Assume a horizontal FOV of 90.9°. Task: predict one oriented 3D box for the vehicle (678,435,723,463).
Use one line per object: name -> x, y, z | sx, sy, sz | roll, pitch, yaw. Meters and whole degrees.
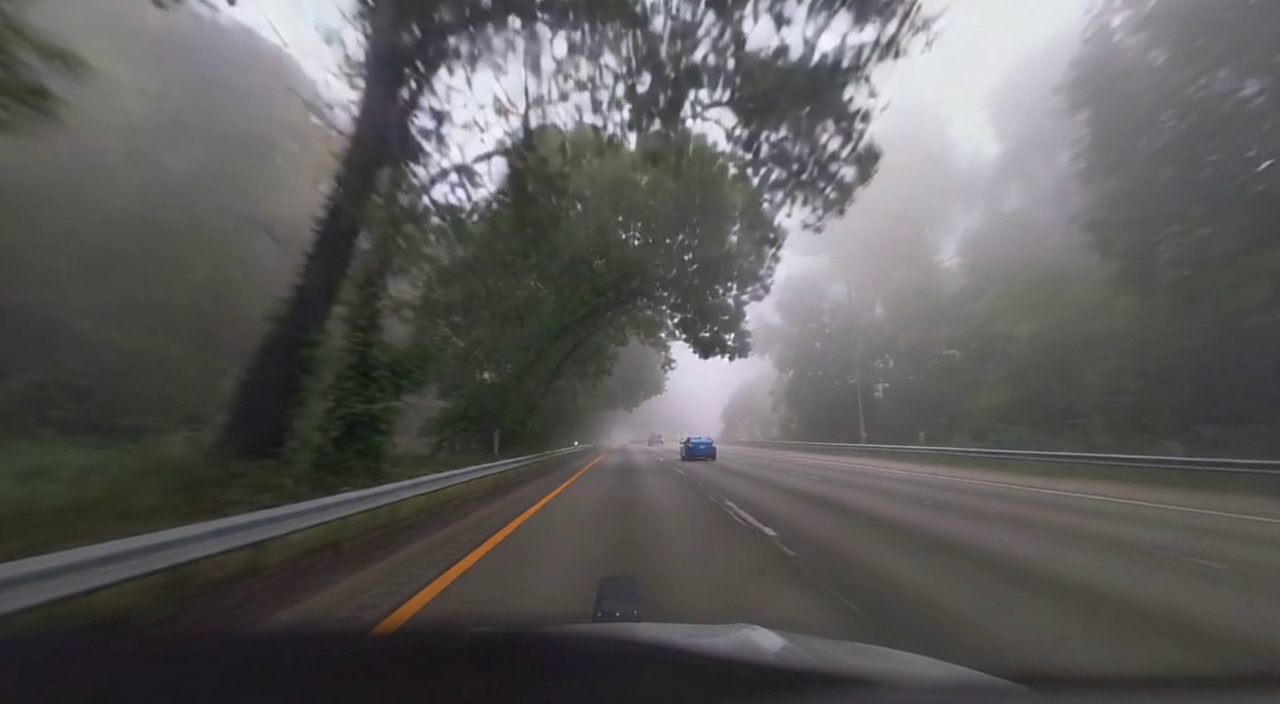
vehicle -> 3.335, 5.411, 35.416 | 2.017, 1.502, 4.369 | 0, -8, -1
